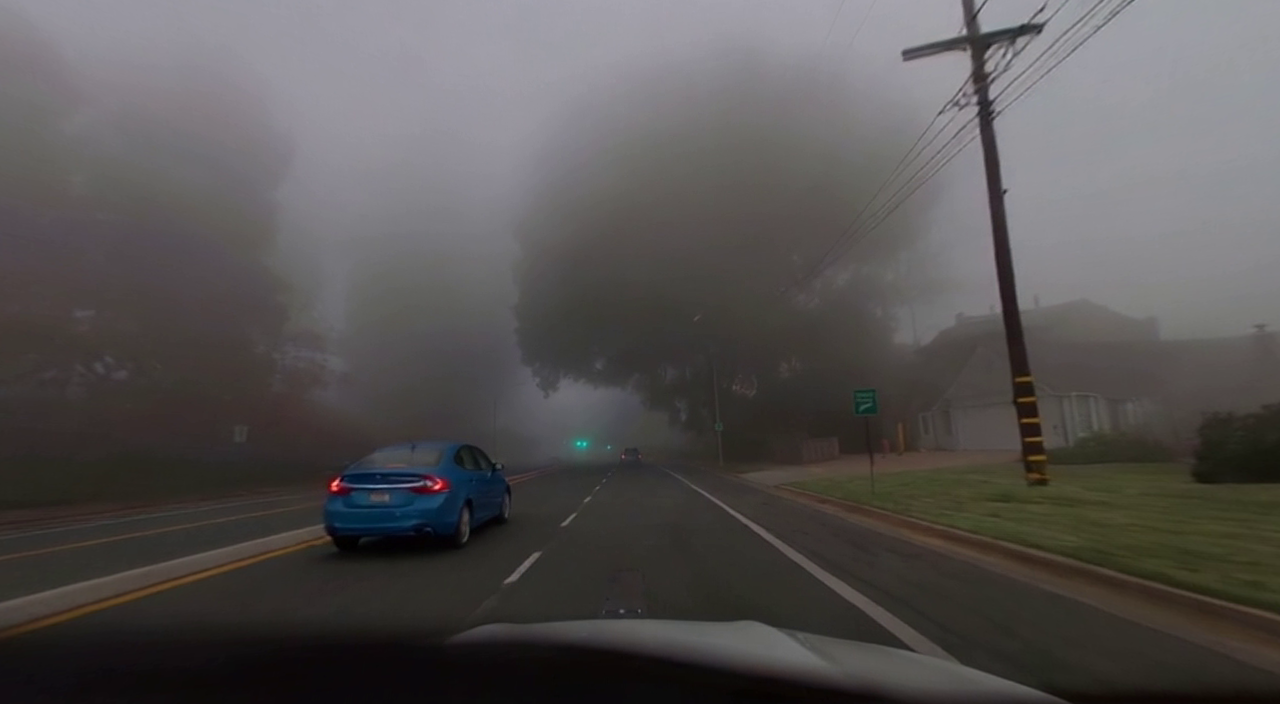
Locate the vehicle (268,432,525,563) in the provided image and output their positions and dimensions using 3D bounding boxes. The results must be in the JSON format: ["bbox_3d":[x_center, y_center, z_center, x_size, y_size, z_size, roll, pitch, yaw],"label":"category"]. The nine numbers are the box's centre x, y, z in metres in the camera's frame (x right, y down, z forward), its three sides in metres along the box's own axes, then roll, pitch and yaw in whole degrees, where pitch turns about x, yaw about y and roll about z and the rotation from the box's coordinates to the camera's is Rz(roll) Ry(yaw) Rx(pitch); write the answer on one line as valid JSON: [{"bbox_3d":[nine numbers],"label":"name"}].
[{"bbox_3d":[-3.204,2.018,9.462,2.113,1.493,4.222,0,-9,1],"label":"vehicle"}]
